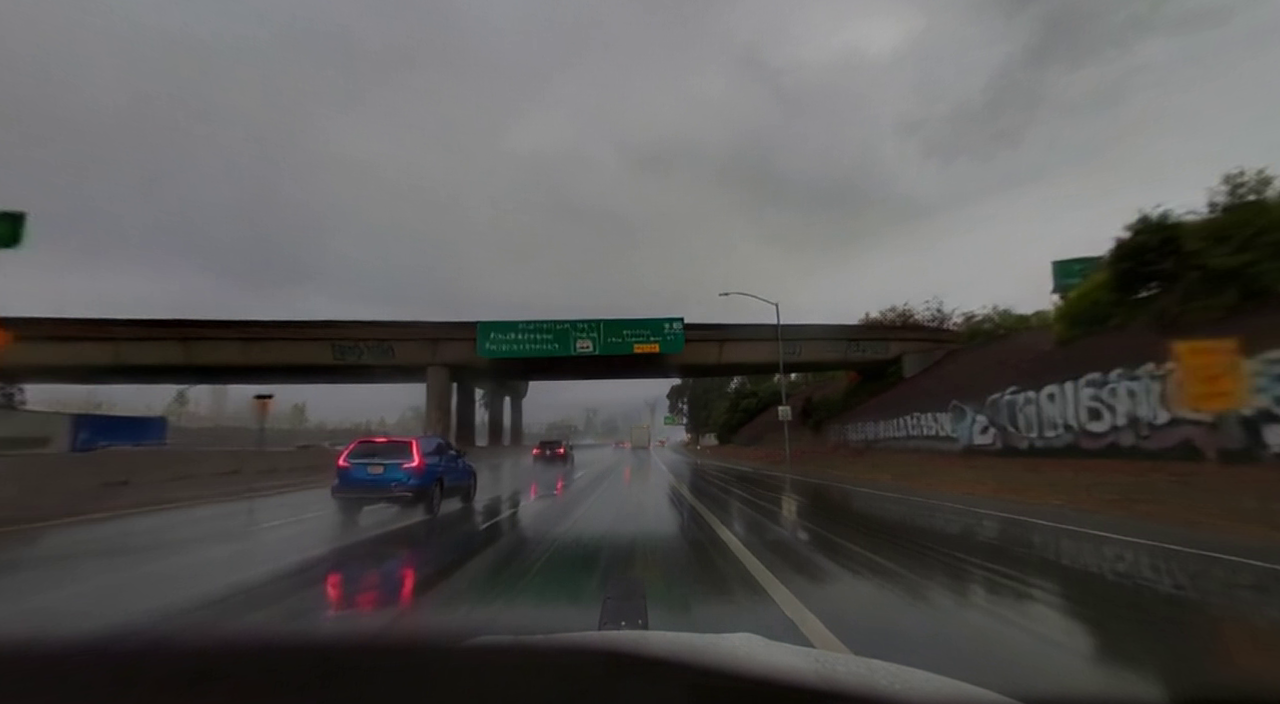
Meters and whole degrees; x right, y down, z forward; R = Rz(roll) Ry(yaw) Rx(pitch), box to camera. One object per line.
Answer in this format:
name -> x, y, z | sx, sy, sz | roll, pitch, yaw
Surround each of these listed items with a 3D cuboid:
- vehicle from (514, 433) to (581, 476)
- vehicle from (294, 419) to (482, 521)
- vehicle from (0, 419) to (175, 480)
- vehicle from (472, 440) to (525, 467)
vehicle -> -3.910, 4.409, 27.315 | 2.154, 1.693, 4.394 | 0, -8, 1
vehicle -> -4.601, 2.211, 12.244 | 1.969, 1.633, 3.962 | 0, -8, 0
vehicle -> -35.676, 5.715, 37.643 | 3.600, 3.227, 15.479 | 0, -7, 1
vehicle -> -8.000, 5.794, 35.985 | 1.917, 1.449, 4.727 | 0, -8, 1
